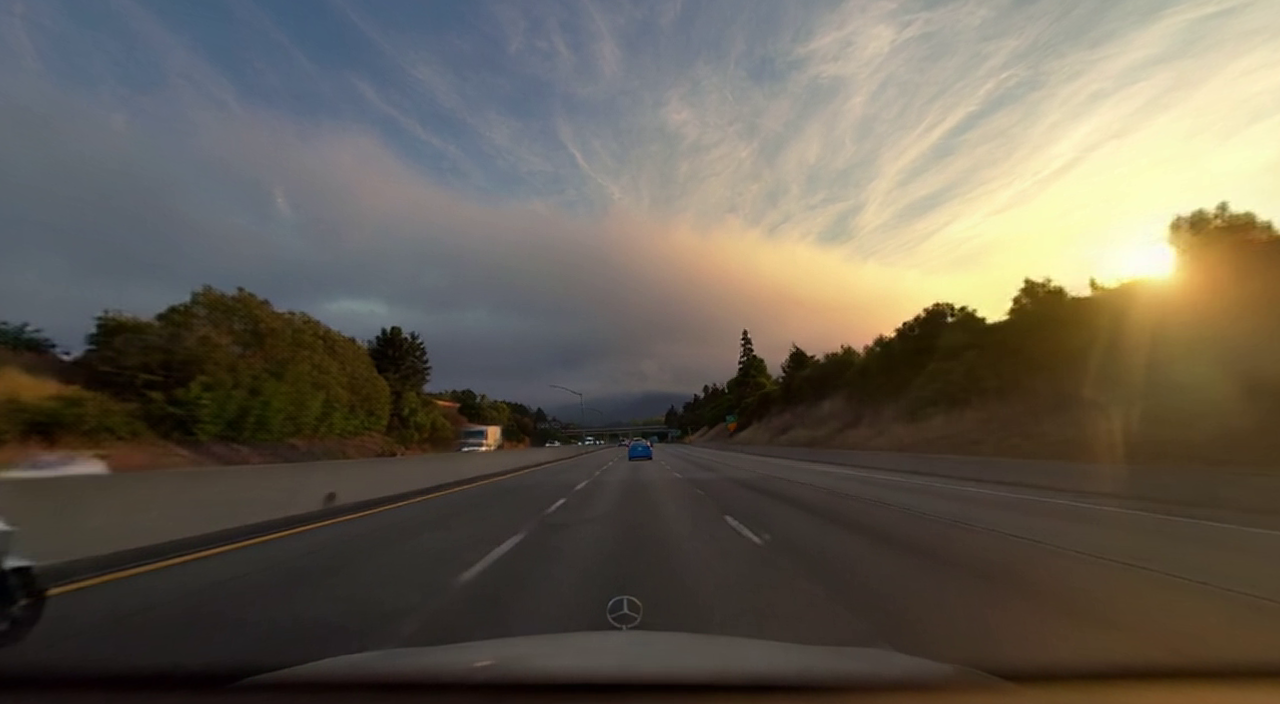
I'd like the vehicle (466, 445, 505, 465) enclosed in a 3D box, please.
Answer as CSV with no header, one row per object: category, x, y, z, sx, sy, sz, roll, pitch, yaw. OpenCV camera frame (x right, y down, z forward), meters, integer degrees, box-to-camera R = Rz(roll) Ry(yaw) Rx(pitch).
vehicle,-11.795,7.904,48.467,1.866,1.470,4.358,0,-9,1

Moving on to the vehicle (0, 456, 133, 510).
vehicle,-19.022,4.099,20.168,1.931,1.454,4.316,0,-9,0

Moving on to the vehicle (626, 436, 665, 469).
vehicle,0.321,6.142,38.571,2.247,1.825,4.036,0,-9,0
